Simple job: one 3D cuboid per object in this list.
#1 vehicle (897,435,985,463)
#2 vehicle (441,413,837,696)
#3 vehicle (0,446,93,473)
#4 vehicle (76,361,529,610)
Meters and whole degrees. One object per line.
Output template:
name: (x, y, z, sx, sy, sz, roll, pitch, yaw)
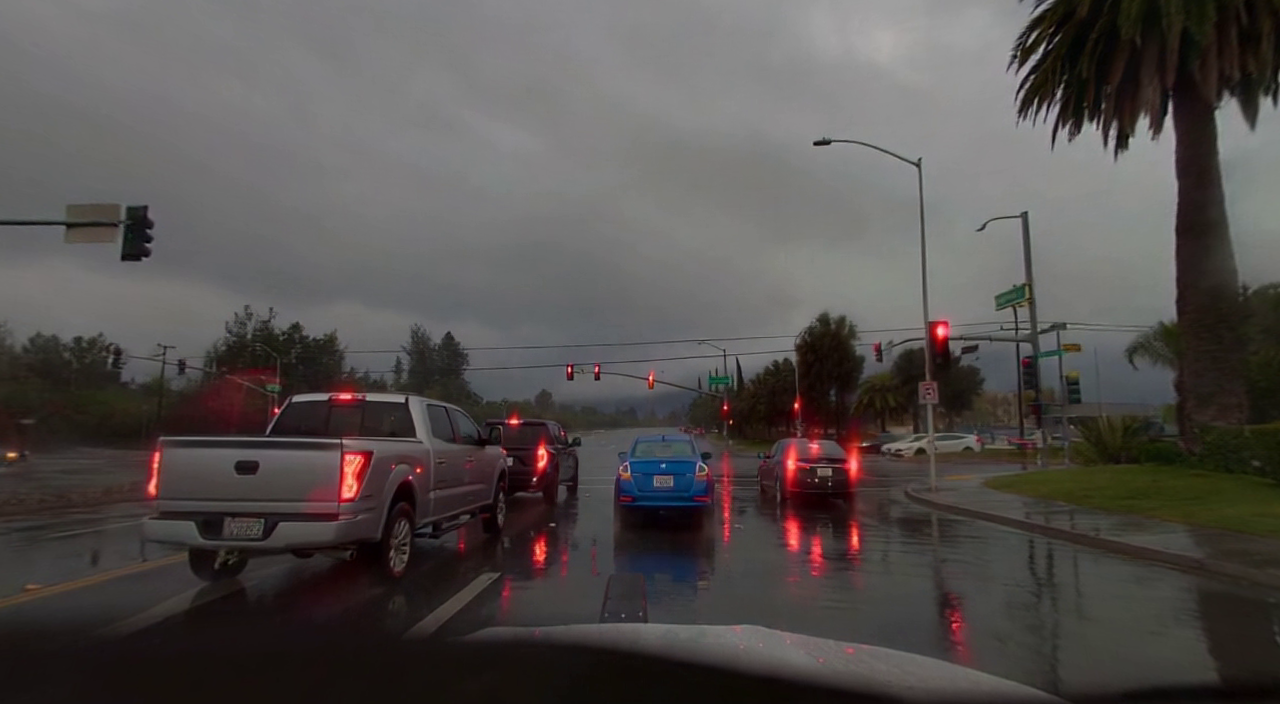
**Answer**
vehicle: (18.781, 6.070, 39.311, 4.466, 1.717, 1.963, 0, -8, 2)
vehicle: (0.028, 1.399, 5.528, 2.122, 1.501, 4.152, 0, -8, 1)
vehicle: (-37.087, 6.634, 38.845, 4.576, 1.617, 1.937, 0, -8, 2)
vehicle: (-3.233, 1.475, 7.923, 2.330, 1.969, 5.626, -1, -8, 3)
